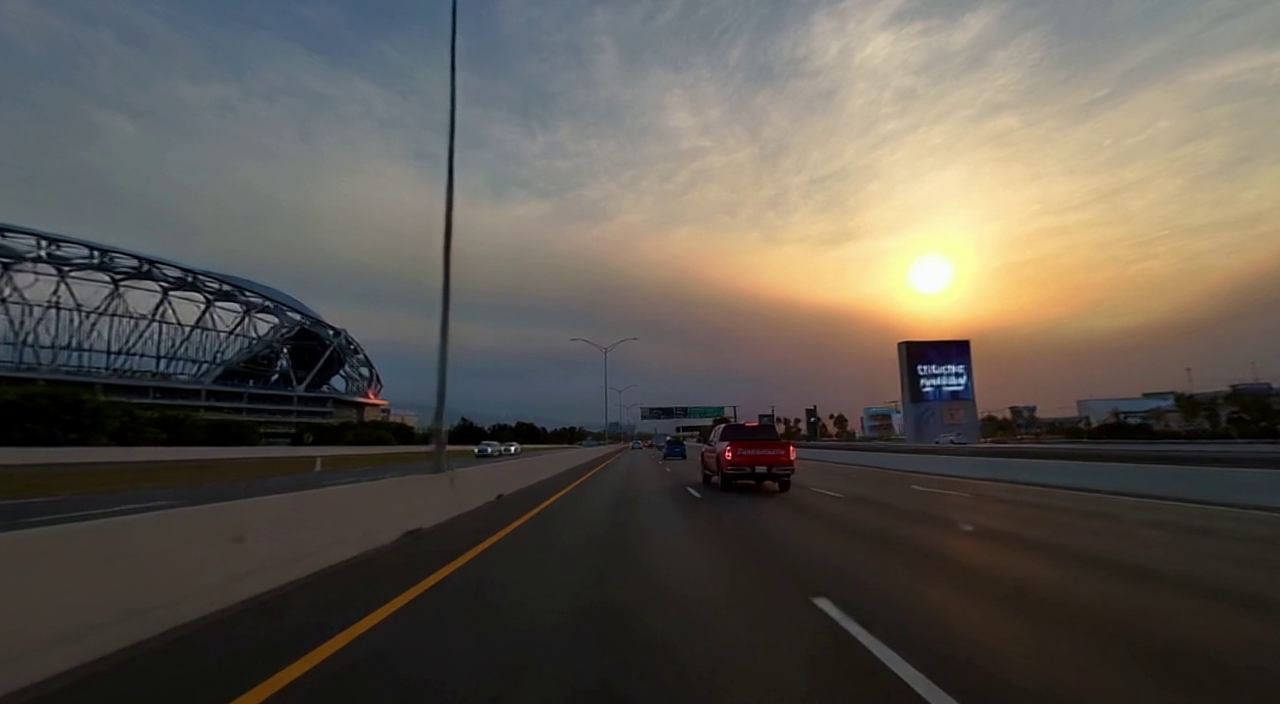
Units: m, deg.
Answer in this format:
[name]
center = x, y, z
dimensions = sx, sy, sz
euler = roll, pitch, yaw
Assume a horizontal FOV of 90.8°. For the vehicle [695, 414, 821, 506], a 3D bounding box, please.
[vehicle]
center = 2.802, 2.731, 16.356
dimensions = 2.199, 2.002, 4.970
euler = 0, -8, -1
